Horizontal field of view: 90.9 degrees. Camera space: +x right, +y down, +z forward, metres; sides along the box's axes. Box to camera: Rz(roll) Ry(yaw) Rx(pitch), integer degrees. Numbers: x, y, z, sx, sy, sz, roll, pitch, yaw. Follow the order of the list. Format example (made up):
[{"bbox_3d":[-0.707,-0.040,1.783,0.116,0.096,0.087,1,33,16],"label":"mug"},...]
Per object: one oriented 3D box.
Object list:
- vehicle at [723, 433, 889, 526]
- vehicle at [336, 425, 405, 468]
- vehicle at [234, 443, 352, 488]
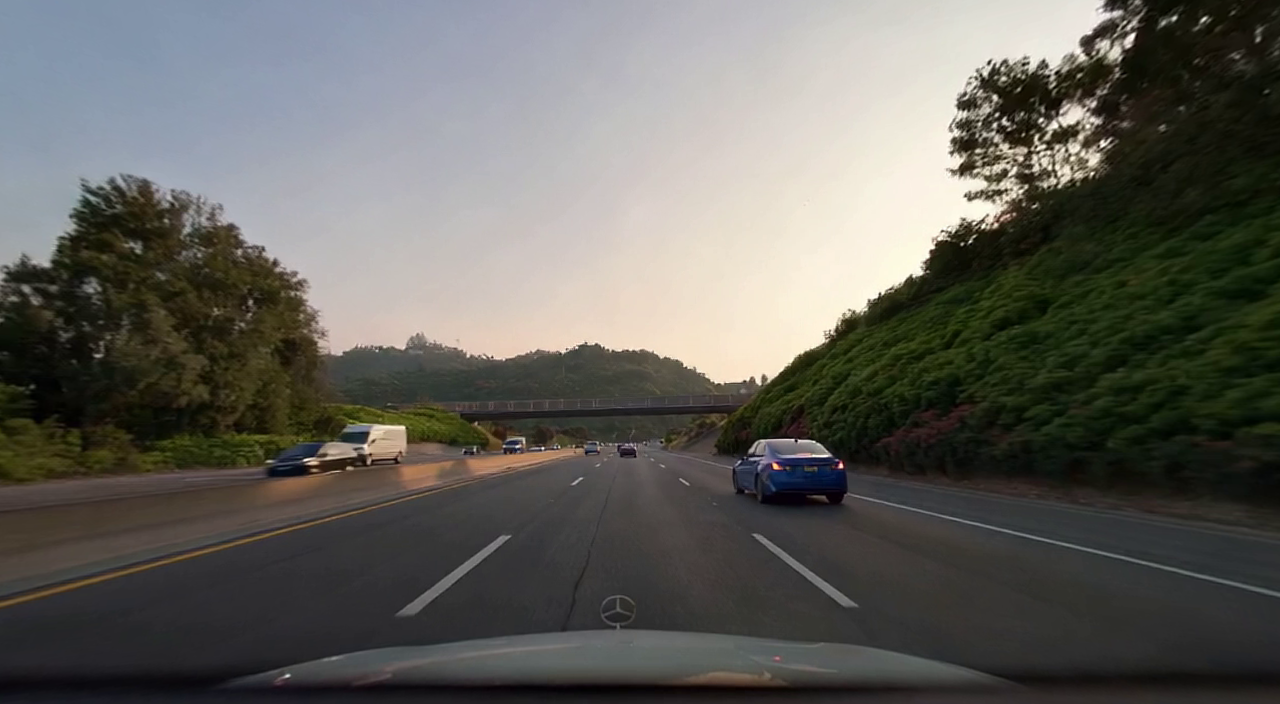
[{"bbox_3d":[3.021,2.392,12.558,2.079,1.515,4.196,0,-8,-1],"label":"vehicle"},{"bbox_3d":[-16.782,5.882,39.637,2.100,2.508,5.044,0,-8,-1],"label":"vehicle"},{"bbox_3d":[-12.409,4.062,22.933,1.844,1.418,4.275,0,-8,0],"label":"vehicle"}]
